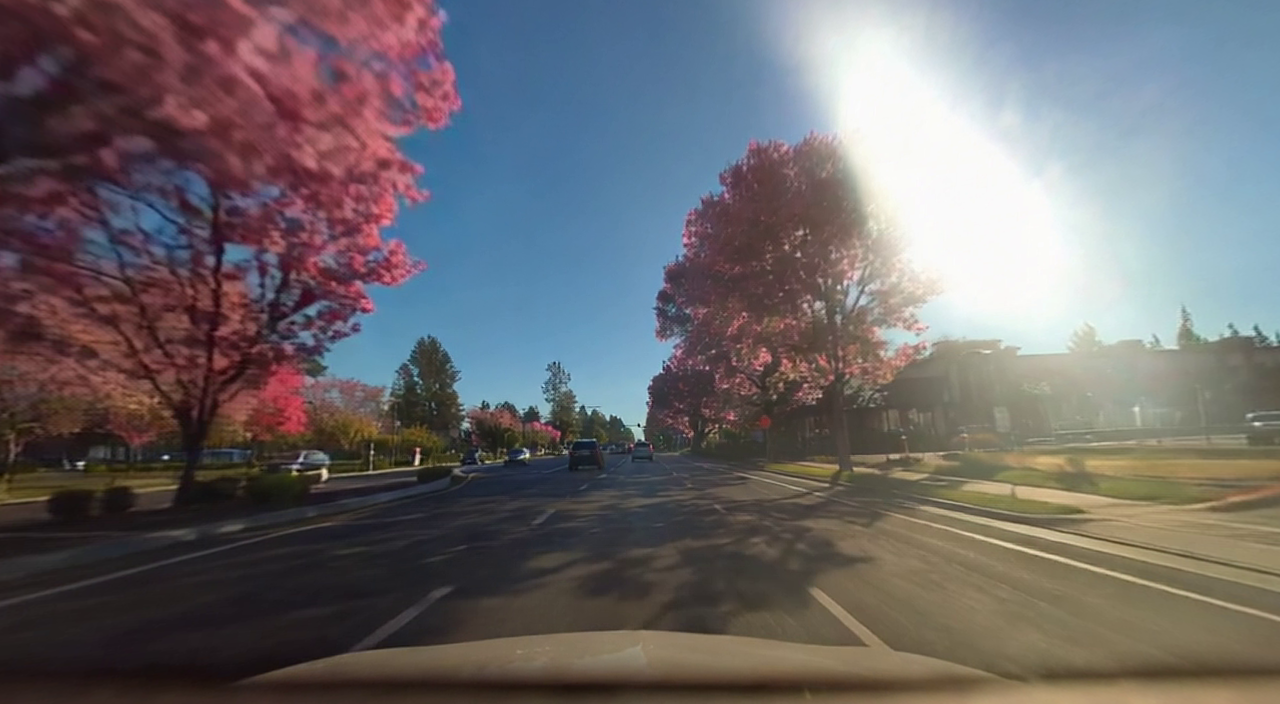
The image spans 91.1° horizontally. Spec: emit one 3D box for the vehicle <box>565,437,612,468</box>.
[{"bbox_3d":[-3.205,6.370,39.917,2.453,1.844,4.751,0,-8,2],"label":"vehicle"}]

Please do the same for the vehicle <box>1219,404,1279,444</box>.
[{"bbox_3d":[27.385,3.164,27.186,4.677,1.583,1.955,5,-10,-30],"label":"vehicle"}]

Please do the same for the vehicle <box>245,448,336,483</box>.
[{"bbox_3d":[-18.211,5.900,32.999,2.111,1.702,4.543,0,-8,0],"label":"vehicle"}]
